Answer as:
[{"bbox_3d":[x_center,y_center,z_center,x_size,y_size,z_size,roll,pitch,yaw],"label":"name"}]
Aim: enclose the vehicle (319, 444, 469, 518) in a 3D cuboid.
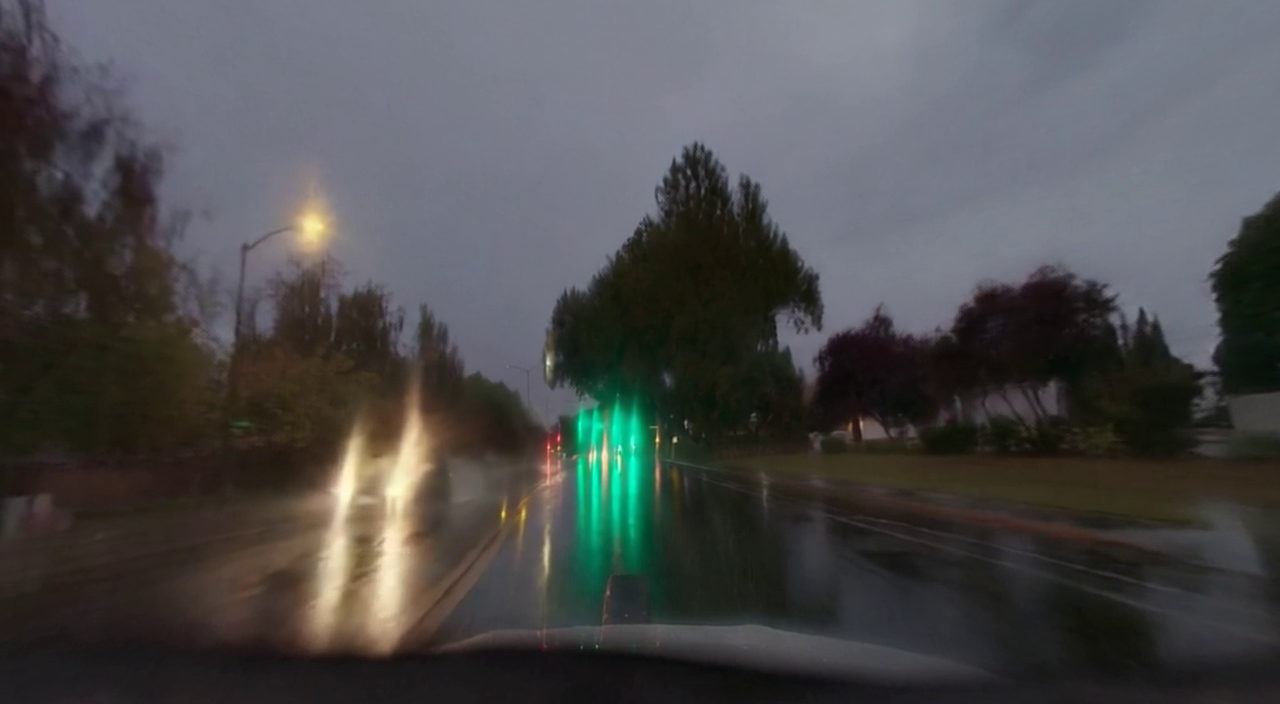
[{"bbox_3d":[-6.023,3.171,16.083,1.951,1.612,4.269,-1,-9,2],"label":"vehicle"}]
